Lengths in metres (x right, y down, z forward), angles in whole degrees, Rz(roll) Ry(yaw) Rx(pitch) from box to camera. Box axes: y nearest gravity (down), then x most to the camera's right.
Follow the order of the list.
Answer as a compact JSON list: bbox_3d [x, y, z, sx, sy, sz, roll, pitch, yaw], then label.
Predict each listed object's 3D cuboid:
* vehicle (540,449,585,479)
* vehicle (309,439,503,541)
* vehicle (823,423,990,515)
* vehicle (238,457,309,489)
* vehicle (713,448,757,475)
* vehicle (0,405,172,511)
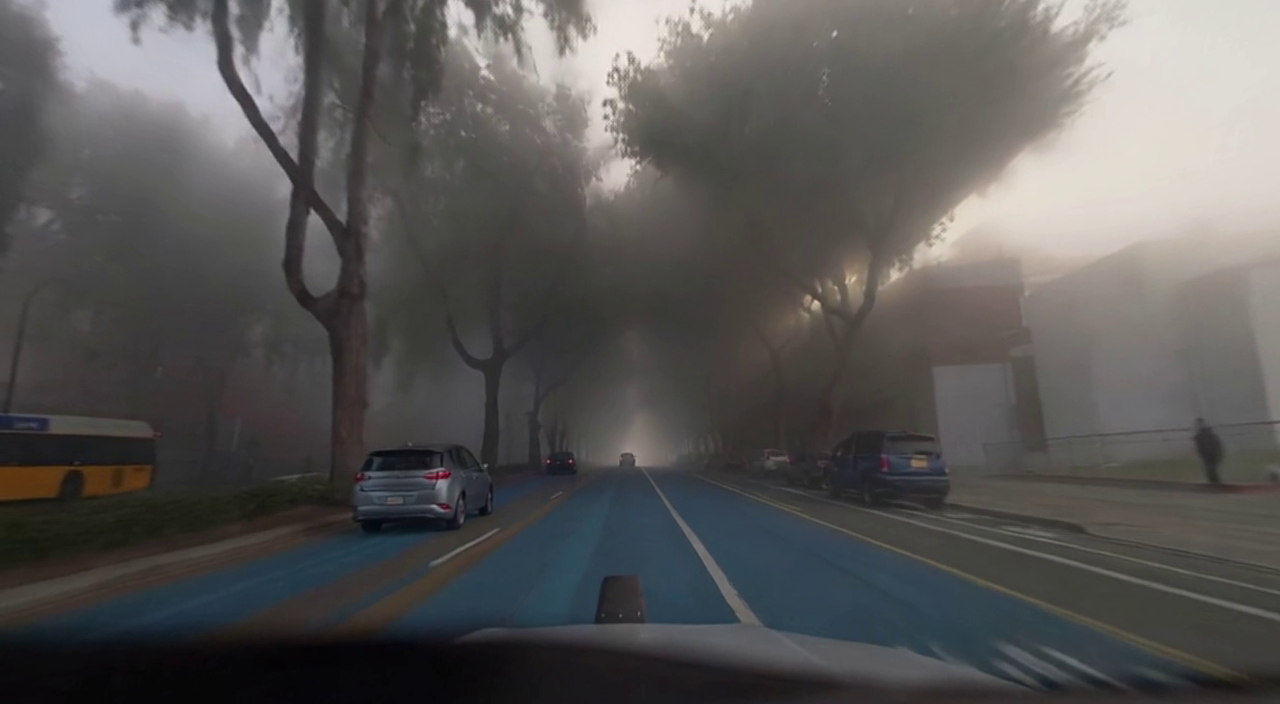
[{"bbox_3d":[-4.176,6.124,34.732,1.934,1.522,4.287,0,-9,0],"label":"vehicle"},{"bbox_3d":[-4.075,2.470,11.959,1.995,1.524,4.438,0,-9,-1],"label":"vehicle"},{"bbox_3d":[6.024,2.712,14.986,1.945,1.829,4.305,0,-9,-2],"label":"vehicle"},{"bbox_3d":[-20.479,6.761,35.504,1.805,1.616,4.080,0,-9,-6],"label":"vehicle"},{"bbox_3d":[5.769,6.708,39.009,1.886,1.530,4.636,0,-9,-2],"label":"vehicle"},{"bbox_3d":[-22.142,3.680,21.935,3.231,3.391,10.828,-1,-9,1],"label":"vehicle"}]
